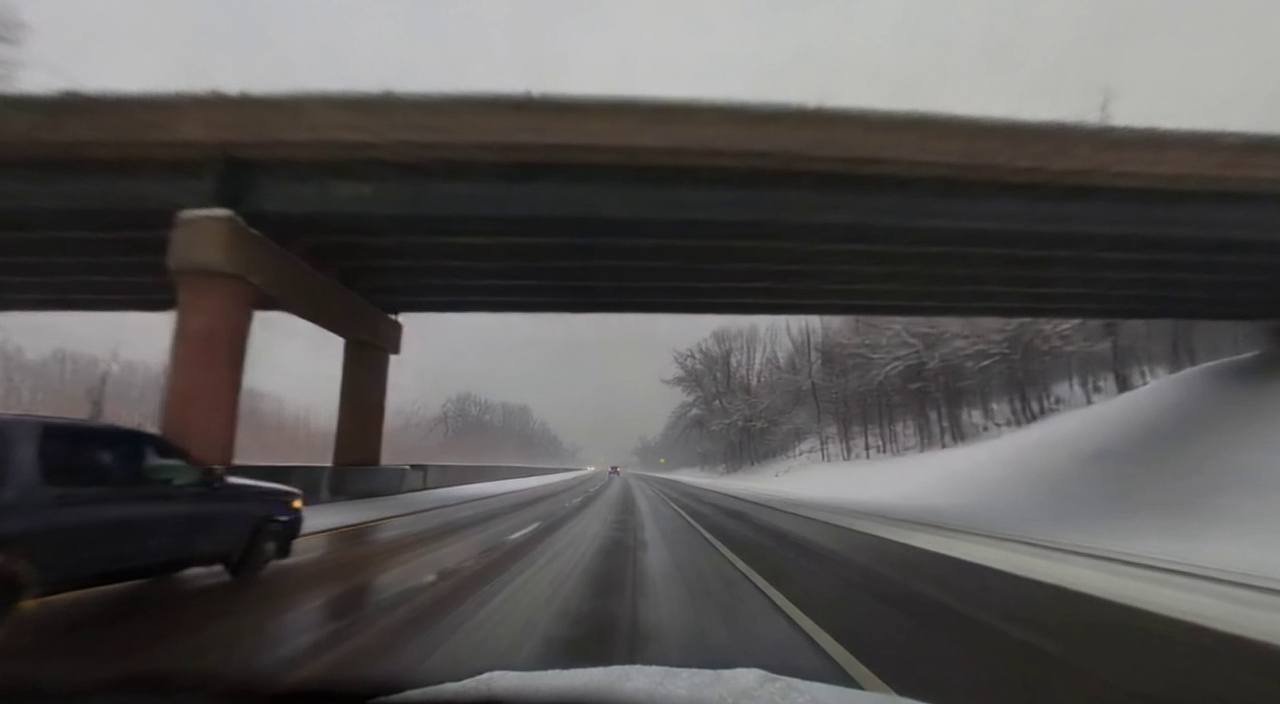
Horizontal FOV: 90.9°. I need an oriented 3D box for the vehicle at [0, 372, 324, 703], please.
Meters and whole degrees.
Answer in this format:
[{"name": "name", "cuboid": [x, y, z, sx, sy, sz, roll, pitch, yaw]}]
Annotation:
[{"name": "vehicle", "cuboid": [-4.247, 1.077, 3.582, 2.286, 1.757, 5.057, 1, -11, -1]}]
